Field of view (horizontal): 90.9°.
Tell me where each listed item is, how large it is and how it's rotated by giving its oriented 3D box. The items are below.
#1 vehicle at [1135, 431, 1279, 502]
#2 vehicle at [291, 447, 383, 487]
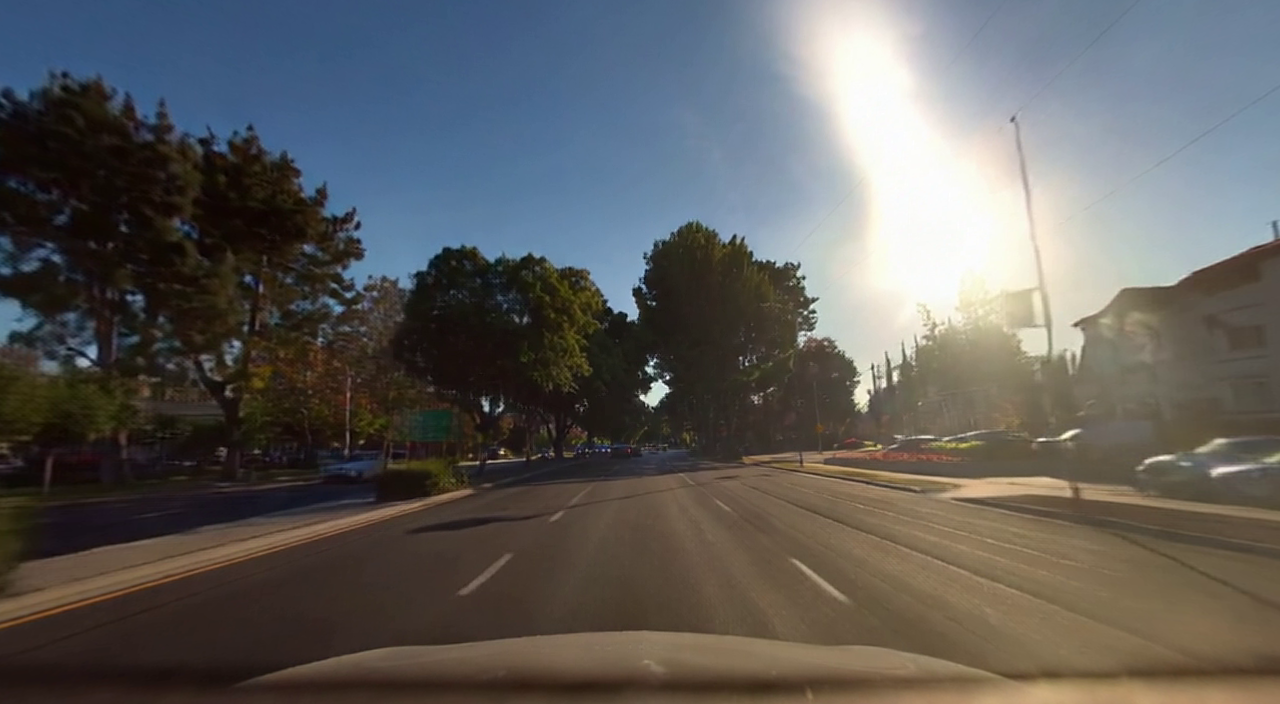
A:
[{"bbox_3d":[15.929,2.893,16.157,4.606,1.668,2.135,0,-9,-1],"label":"vehicle"},{"bbox_3d":[-13.814,5.230,29.067,2.072,1.712,4.467,0,-8,-1],"label":"vehicle"}]
